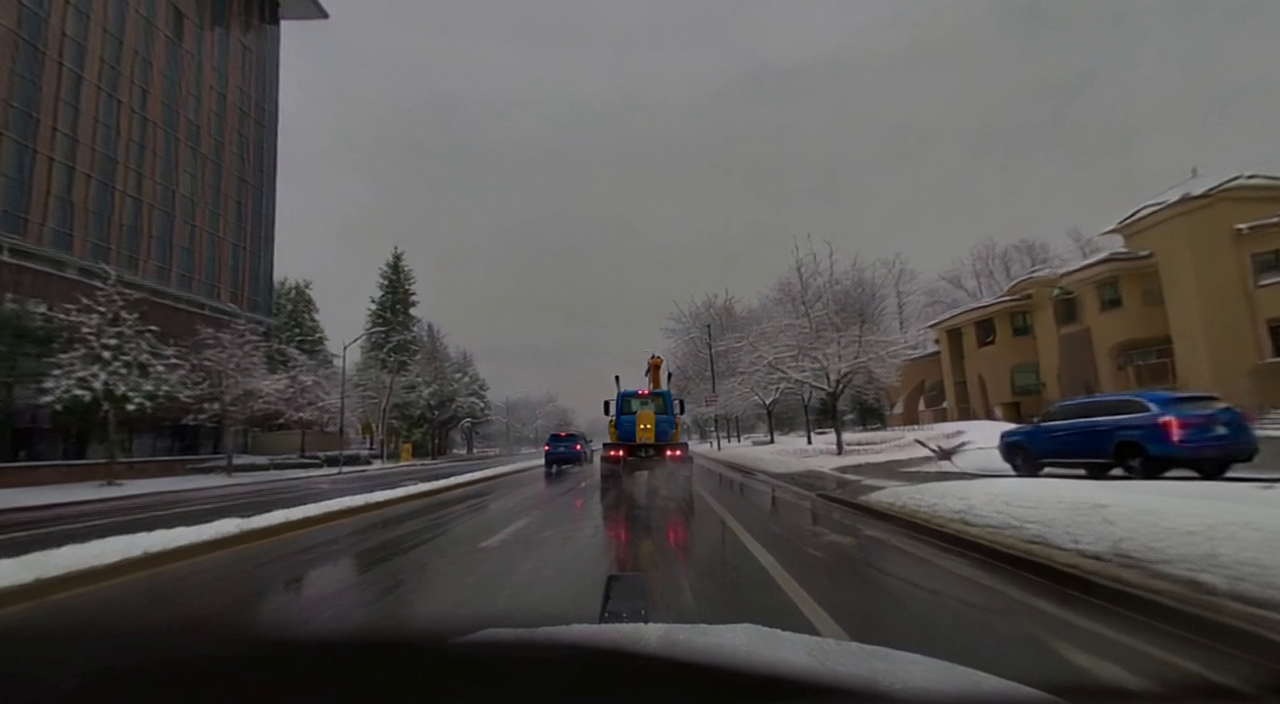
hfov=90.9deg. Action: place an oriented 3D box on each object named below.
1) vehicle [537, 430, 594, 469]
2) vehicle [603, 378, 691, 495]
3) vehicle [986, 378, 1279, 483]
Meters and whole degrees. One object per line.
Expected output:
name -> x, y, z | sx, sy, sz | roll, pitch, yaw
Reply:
vehicle -> -3.431, 4.601, 29.835 | 2.081, 1.688, 4.235 | -1, -8, 1
vehicle -> 0.080, 3.286, 24.567 | 2.552, 3.461, 11.044 | -1, -8, -1
vehicle -> 10.190, 1.707, 13.568 | 2.186, 1.783, 4.716 | -1, -8, -10
